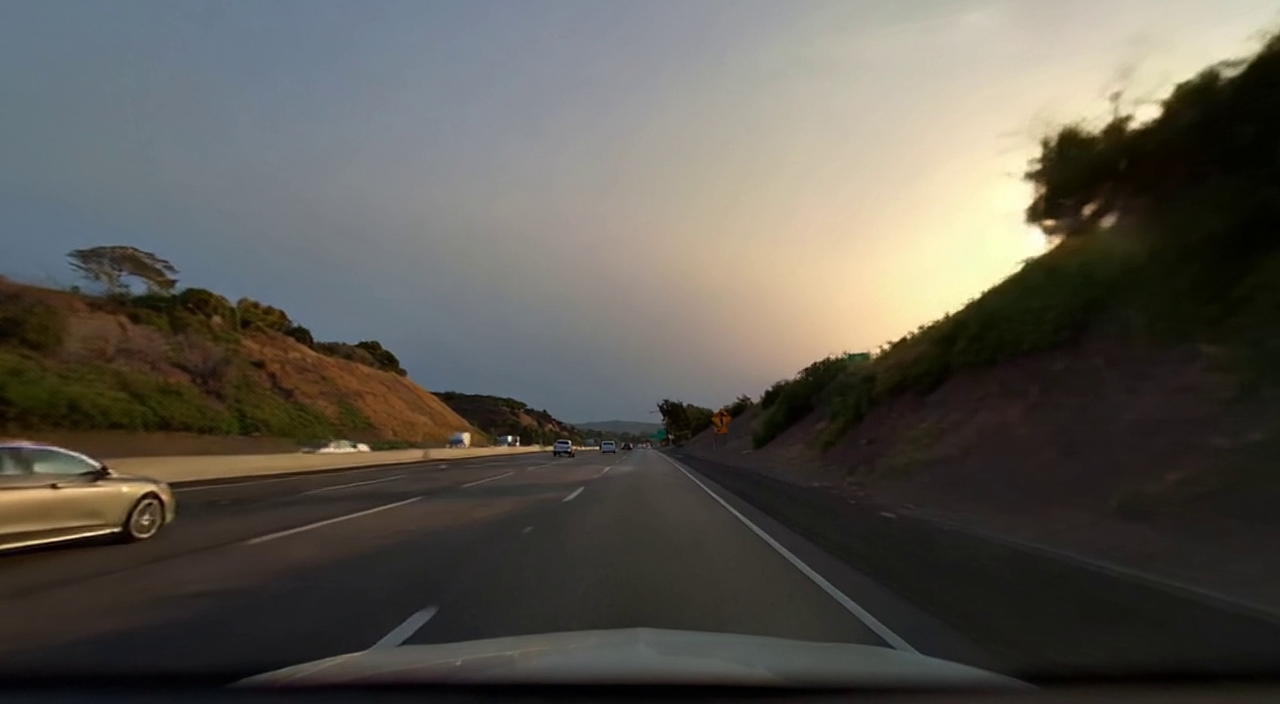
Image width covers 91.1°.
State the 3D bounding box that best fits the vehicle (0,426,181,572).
[{"bbox_3d":[-7.472,1.507,6.474,1.949,1.465,4.563,0,-8,1],"label":"vehicle"}]

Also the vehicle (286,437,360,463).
[{"bbox_3d":[-21.655,6.716,43.173,2.105,1.664,5.527,0,-8,1],"label":"vehicle"}]
